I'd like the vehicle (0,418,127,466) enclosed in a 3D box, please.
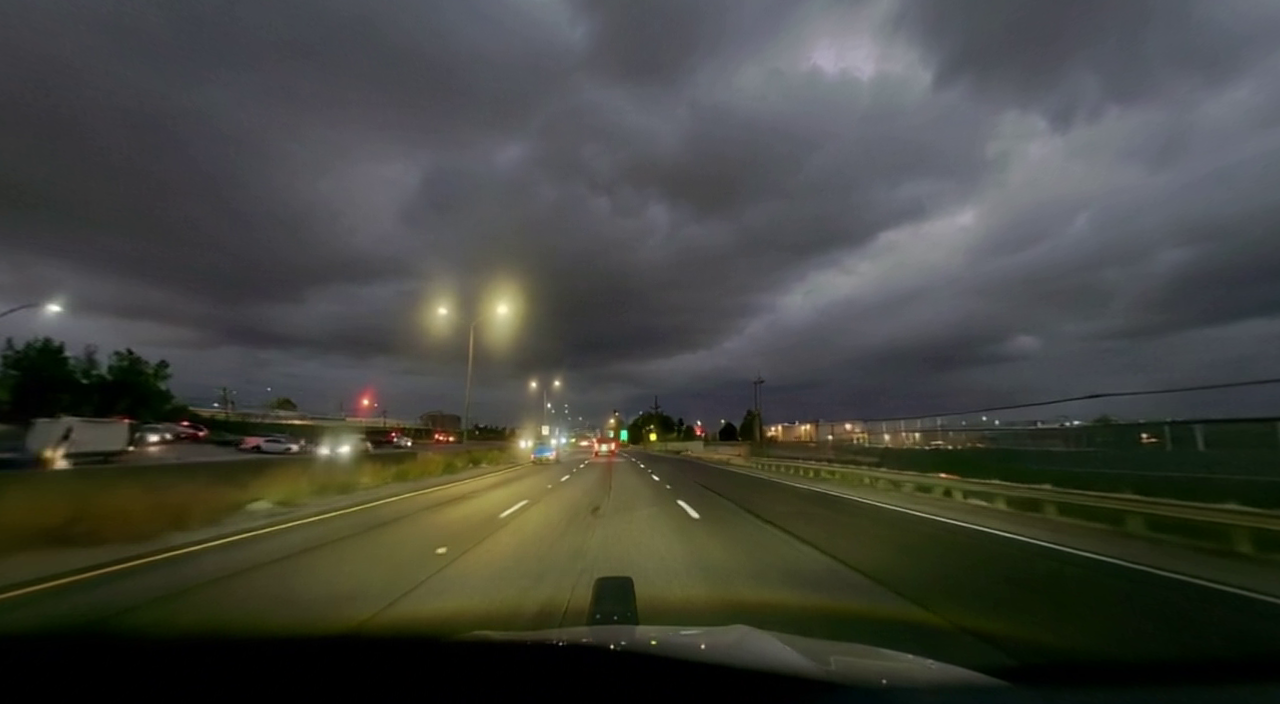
[{"bbox_3d":[-30.046,4.684,32.936,2.173,2.174,5.446,4,-8,-7],"label":"vehicle"}]

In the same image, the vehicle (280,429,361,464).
[{"bbox_3d":[-16.702,4.958,33.228,1.968,1.690,4.642,0,-8,-2],"label":"vehicle"}]

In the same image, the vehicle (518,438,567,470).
[{"bbox_3d":[-5.044,5.331,33.050,2.045,1.547,4.162,0,-8,-2],"label":"vehicle"}]
